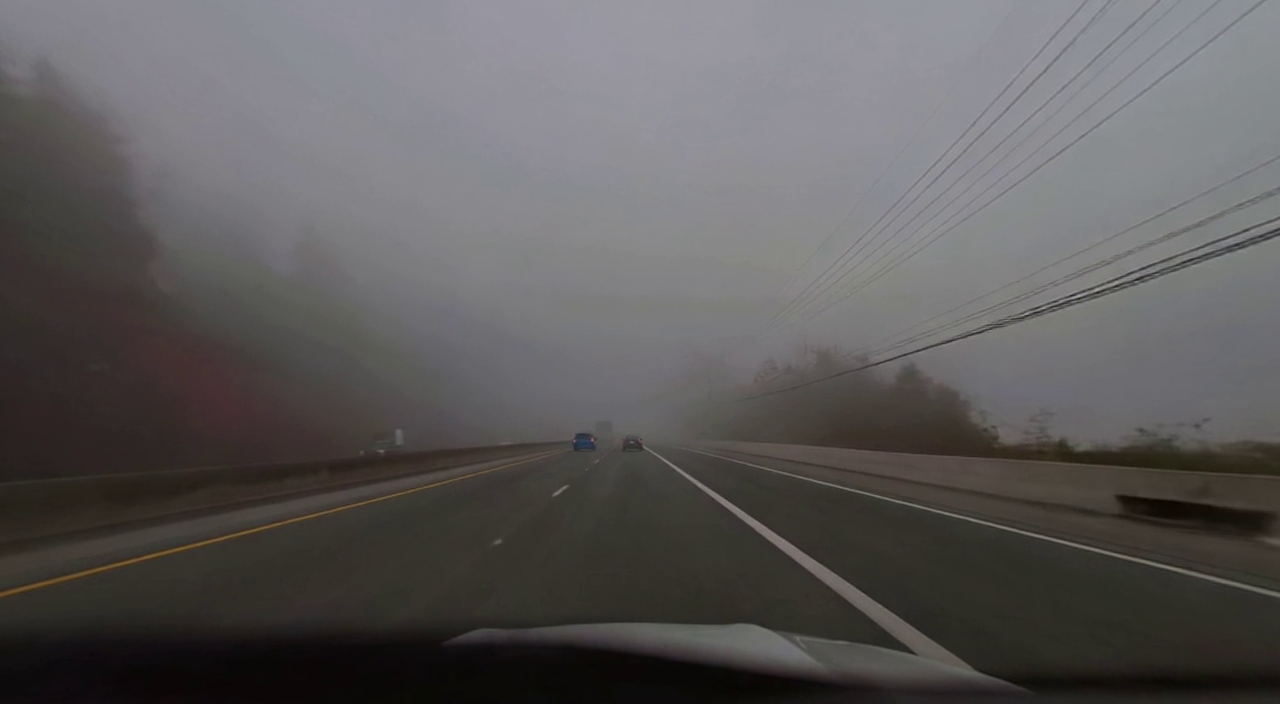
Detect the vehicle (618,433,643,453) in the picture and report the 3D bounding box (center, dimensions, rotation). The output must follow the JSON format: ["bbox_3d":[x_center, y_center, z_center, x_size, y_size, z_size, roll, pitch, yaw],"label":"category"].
[{"bbox_3d":[-0.781,7.095,49.090,1.890,1.472,3.716,0,-8,-2],"label":"vehicle"}]

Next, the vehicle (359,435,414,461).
[{"bbox_3d":[-17.749,6.737,44.374,1.963,1.688,4.677,0,-8,0],"label":"vehicle"}]
